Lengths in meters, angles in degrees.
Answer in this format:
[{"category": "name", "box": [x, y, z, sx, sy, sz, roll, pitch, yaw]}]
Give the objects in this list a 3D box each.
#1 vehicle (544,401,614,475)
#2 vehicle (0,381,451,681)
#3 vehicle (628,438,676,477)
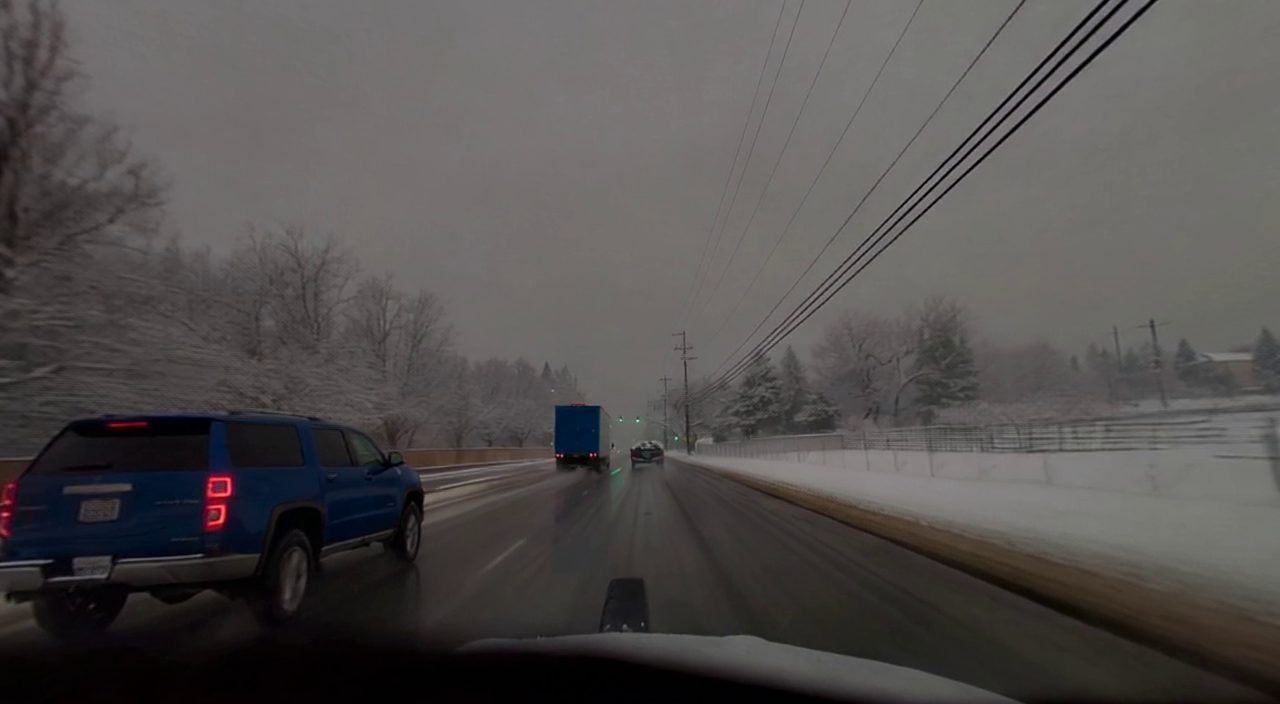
[{"category": "vehicle", "box": [-3.252, 4.986, 36.104, 2.928, 3.658, 8.980, 0, -9, 1]}, {"category": "vehicle", "box": [-3.676, 1.437, 6.221, 2.093, 1.832, 4.508, -1, -9, 2]}, {"category": "vehicle", "box": [0.562, 5.040, 30.339, 2.174, 1.749, 4.113, 0, -9, 1]}]
